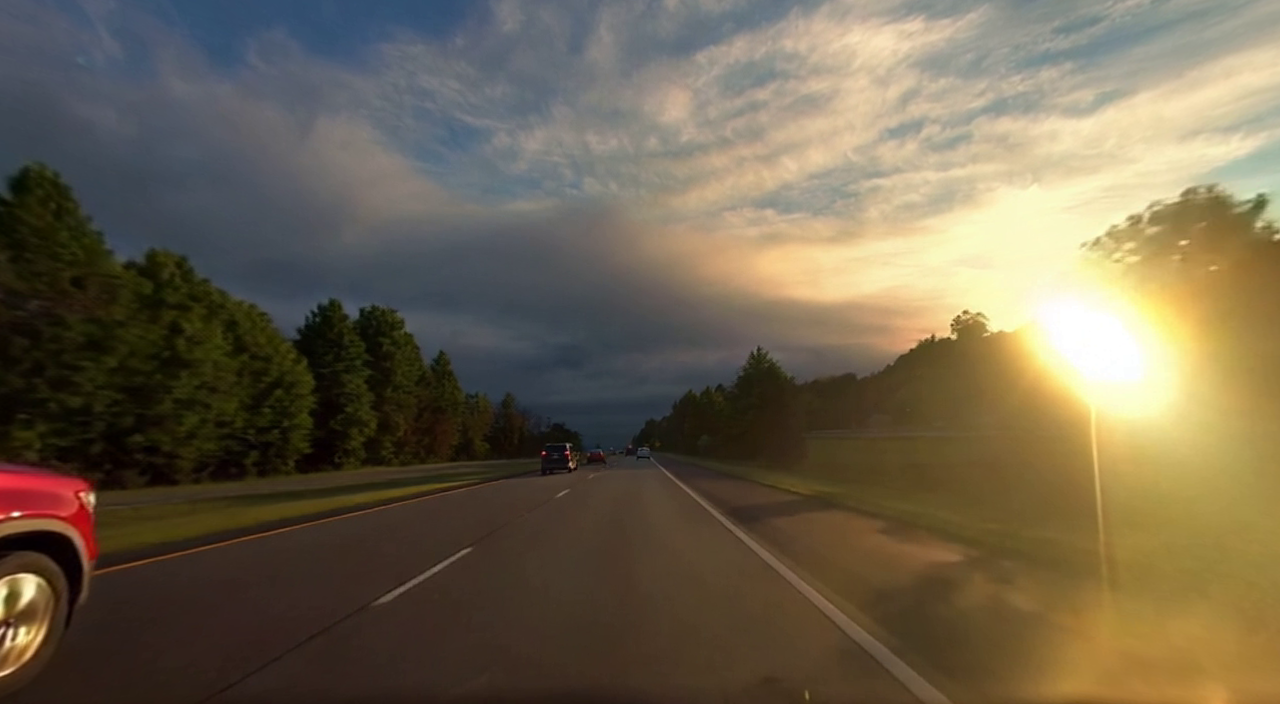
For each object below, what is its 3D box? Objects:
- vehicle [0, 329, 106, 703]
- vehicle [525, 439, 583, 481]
[{"bbox_3d":[-4.408,0.584,1.487,2.102,1.941,4.703,0,-9,0],"label":"vehicle"},{"bbox_3d":[-3.931,5.024,29.575,2.056,1.811,4.202,0,-9,1],"label":"vehicle"}]
